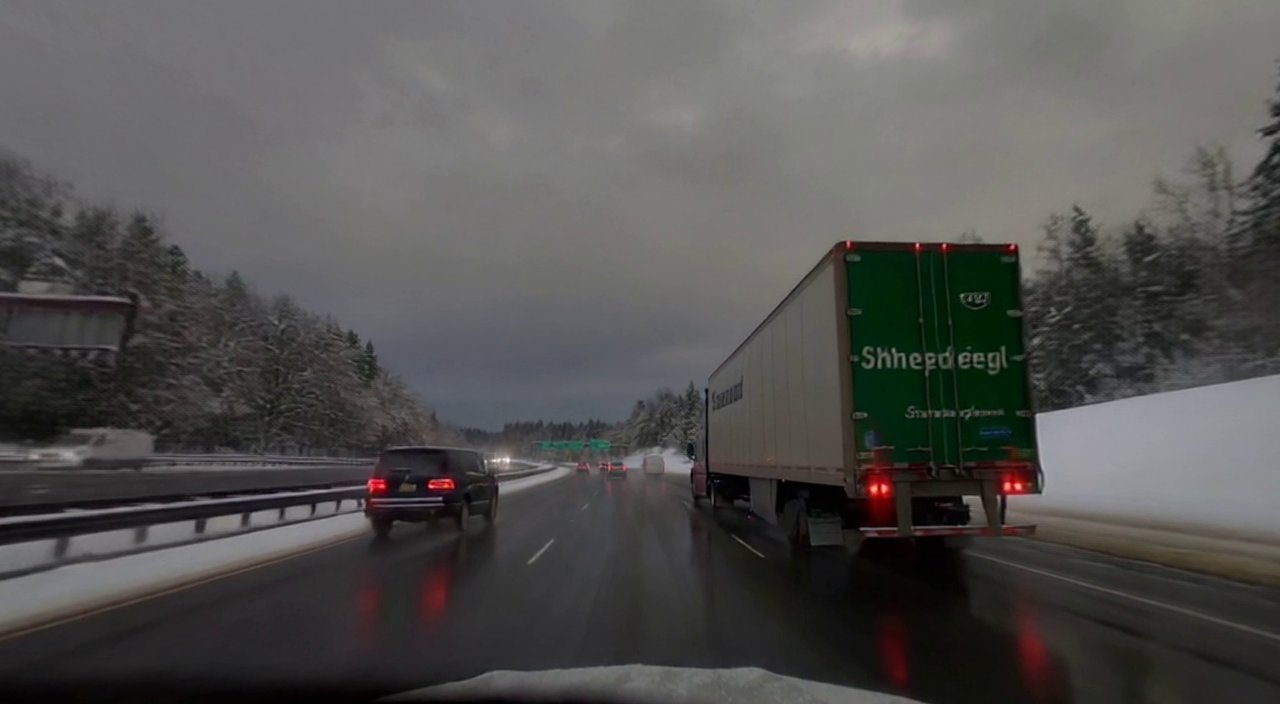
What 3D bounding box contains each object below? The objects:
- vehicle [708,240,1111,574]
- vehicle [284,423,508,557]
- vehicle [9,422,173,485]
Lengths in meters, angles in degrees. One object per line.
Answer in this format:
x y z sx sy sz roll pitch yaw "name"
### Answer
4.149 1.876 15.070 2.992 4.300 13.967 1 -10 -2 "vehicle"
-3.811 2.307 10.969 2.070 1.775 4.646 1 -10 -1 "vehicle"
-23.898 4.538 27.823 2.254 2.445 5.374 1 -10 0 "vehicle"
